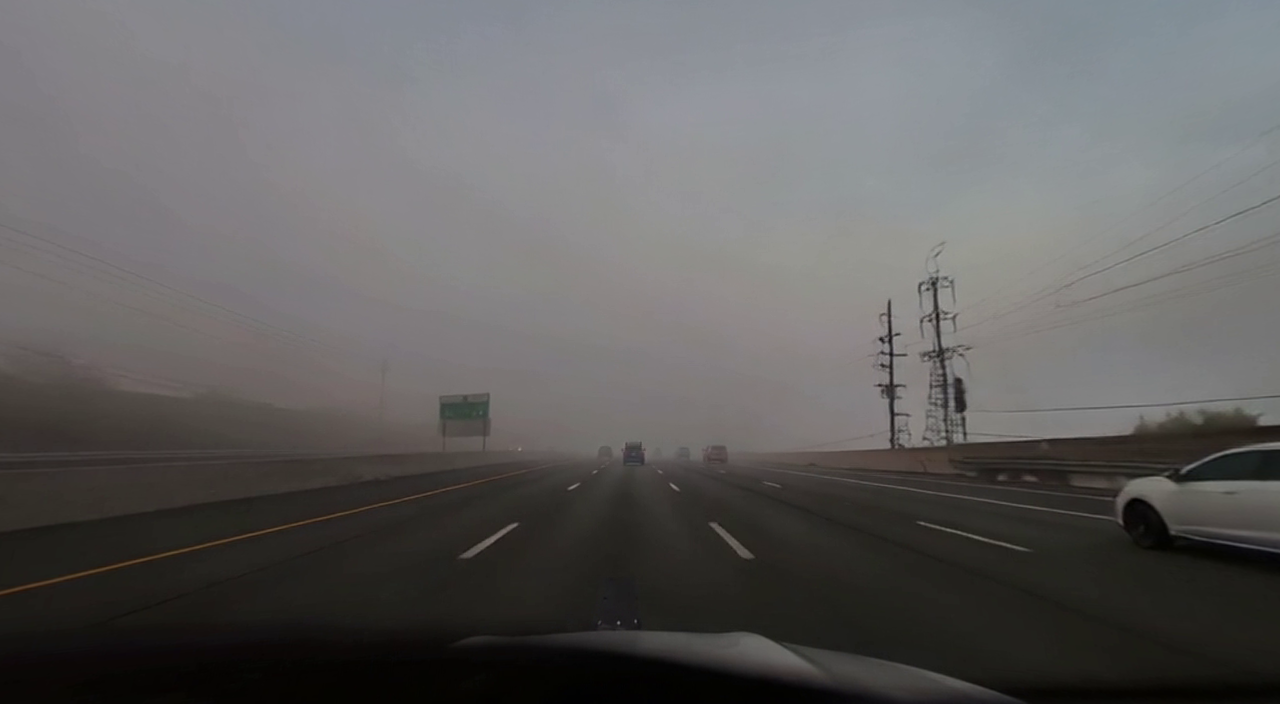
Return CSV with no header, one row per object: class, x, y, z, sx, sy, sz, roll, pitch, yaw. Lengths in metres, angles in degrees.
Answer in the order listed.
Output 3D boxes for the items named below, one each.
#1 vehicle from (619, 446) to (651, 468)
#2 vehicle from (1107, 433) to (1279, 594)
vehicle,-0.402,7.375,44.754,2.109,1.489,4.027,0,-8,-2
vehicle,6.796,1.468,5.750,1.876,1.451,4.154,0,-8,-1
